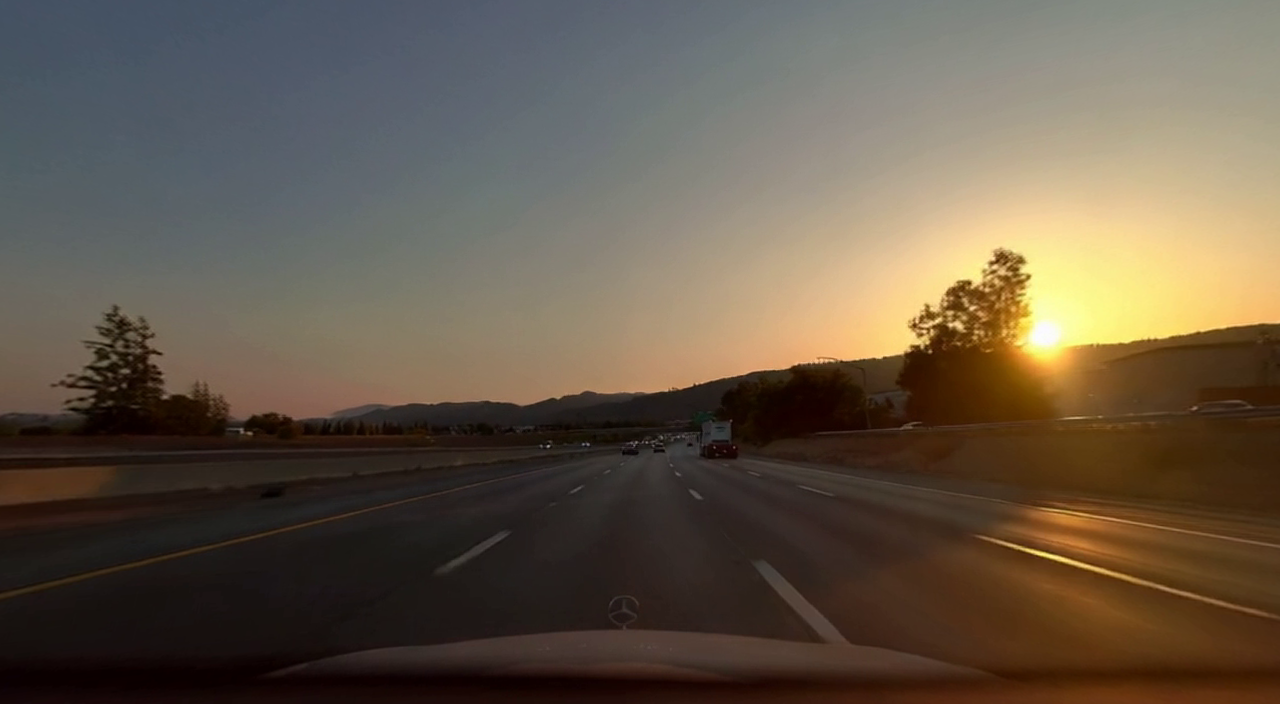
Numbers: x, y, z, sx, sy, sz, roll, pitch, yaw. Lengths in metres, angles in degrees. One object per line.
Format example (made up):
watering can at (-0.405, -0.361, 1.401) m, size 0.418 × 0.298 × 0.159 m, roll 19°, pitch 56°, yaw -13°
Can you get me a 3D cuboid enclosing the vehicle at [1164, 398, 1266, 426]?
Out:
vehicle at (44.371, 4.679, 48.866) m, size 2.205 × 1.861 × 5.602 m, roll 1°, pitch -9°, yaw -8°
